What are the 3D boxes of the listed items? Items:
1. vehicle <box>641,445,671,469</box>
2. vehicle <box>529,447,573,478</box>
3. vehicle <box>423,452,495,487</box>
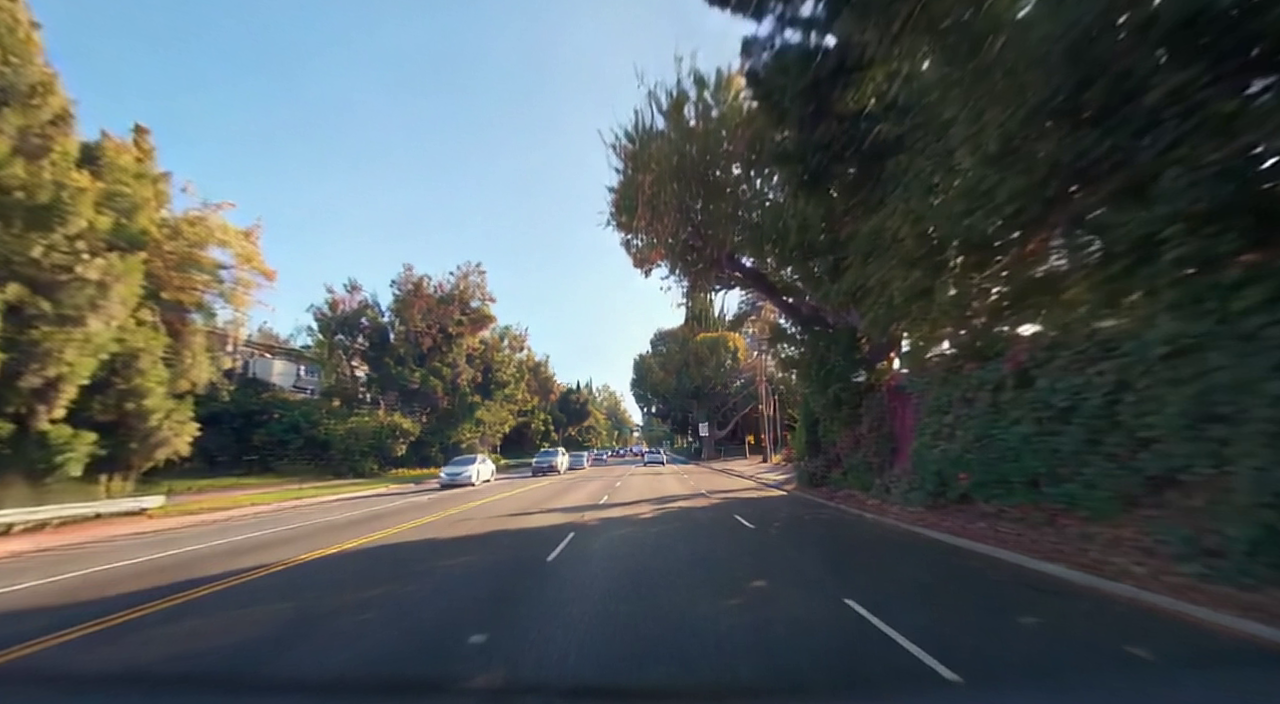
[{"bbox_3d":[1.173,7.896,47.765,2.163,1.746,4.073,0,-9,1],"label":"vehicle"},{"bbox_3d":[-4.992,6.219,35.858,1.792,1.628,4.000,0,-9,1],"label":"vehicle"},{"bbox_3d":[-8.587,5.611,30.376,2.058,1.495,4.448,0,-9,1],"label":"vehicle"}]
